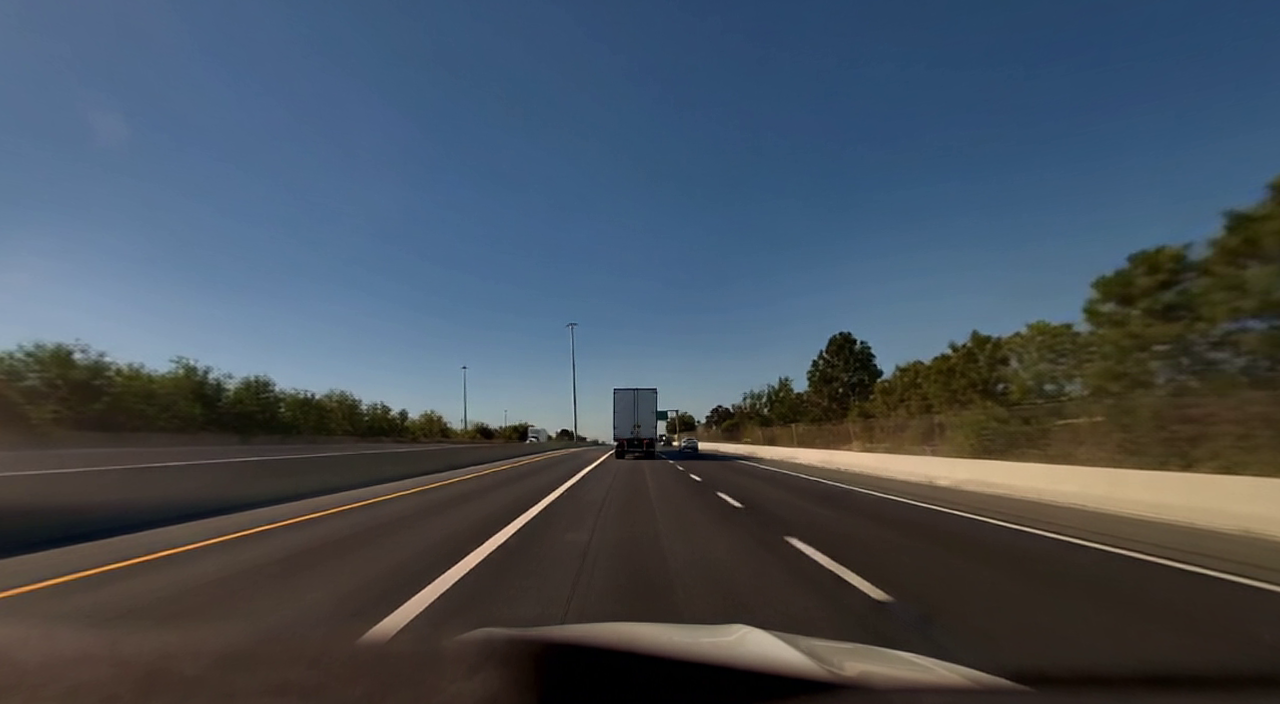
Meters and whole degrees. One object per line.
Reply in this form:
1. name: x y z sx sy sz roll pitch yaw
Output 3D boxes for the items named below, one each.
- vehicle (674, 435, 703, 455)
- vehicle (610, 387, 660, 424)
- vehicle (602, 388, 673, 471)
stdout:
1. vehicle: 3.775 7.308 49.639 1.910 1.492 4.324 0 -8 0
2. vehicle: -0.204 2.505 28.730 2.112 1.472 4.240 0 -8 0
3. vehicle: -0.304 4.060 32.976 2.953 3.406 13.372 1 -7 -2
